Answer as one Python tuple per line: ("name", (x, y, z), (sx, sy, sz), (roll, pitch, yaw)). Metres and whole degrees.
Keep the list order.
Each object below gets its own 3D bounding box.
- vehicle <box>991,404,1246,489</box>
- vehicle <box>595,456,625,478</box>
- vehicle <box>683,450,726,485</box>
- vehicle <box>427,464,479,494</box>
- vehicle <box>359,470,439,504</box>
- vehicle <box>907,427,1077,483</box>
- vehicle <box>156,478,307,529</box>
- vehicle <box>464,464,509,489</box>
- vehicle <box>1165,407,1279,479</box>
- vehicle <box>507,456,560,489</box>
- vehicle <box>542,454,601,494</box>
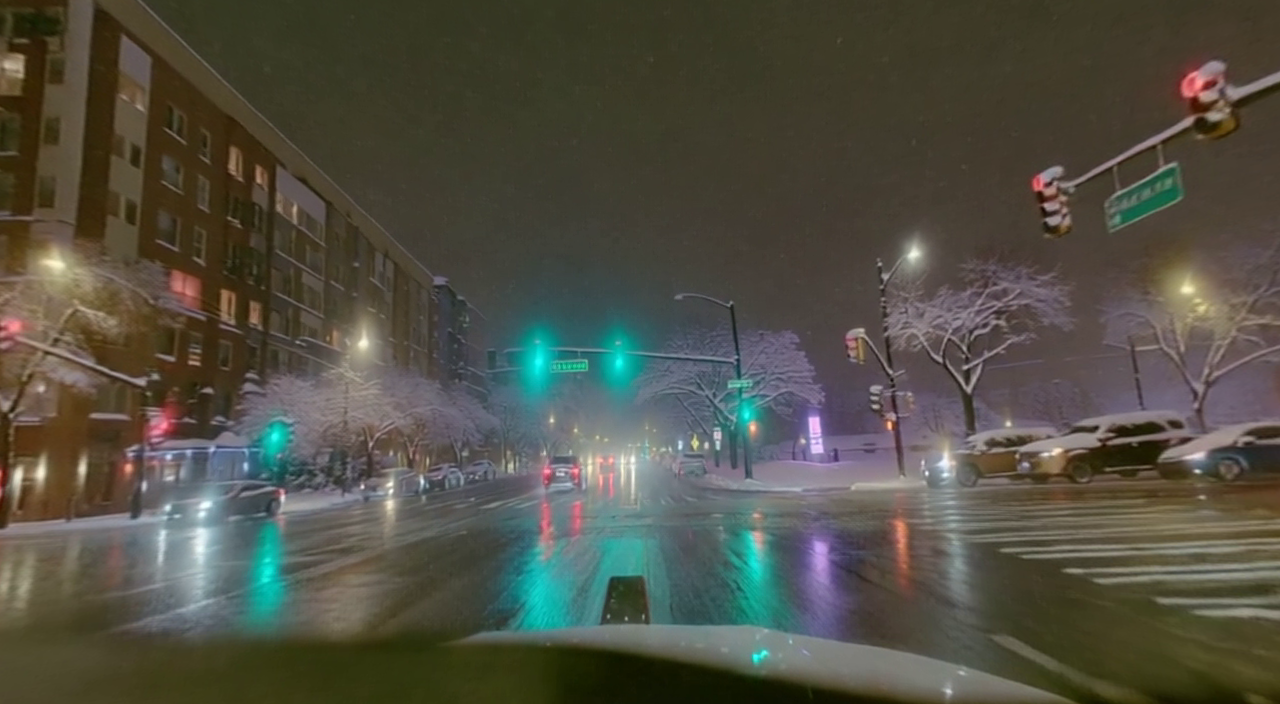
("vehicle", (12.813, 2.552, 17.204), (5.004, 1.771, 2.159), (-5, -8, 1))
("vehicle", (-2.273, 8.792, 48.306), (1.916, 1.487, 4.535), (-1, -8, 2))
("vehicle", (3.601, 6.508, 35.799), (1.924, 1.765, 3.954), (0, -8, -1))
("vehicle", (-11.729, 7.975, 39.815), (1.933, 1.628, 3.973), (-1, -8, 3))
("vehicle", (-12.133, 6.819, 32.122), (1.934, 1.434, 4.636), (-1, -8, 5))
("vehicle", (11.265, 3.325, 20.413), (4.288, 1.689, 1.909), (-1, -8, 1))
("vehicle", (-15.583, 5.766, 24.383), (1.999, 1.466, 4.535), (-3, -9, 18))
("vehicle", (-11.315, 9.203, 46.769), (2.041, 1.526, 4.749), (0, -8, 1))
("vehicle", (14.976, 2.016, 14.027), (4.801, 1.497, 1.895), (0, -8, 0))
("vehicle", (-5.626, 6.405, 33.756), (1.942, 1.559, 4.298), (-1, -8, 2))
("vehicle", (-2.856, 5.173, 27.029), (1.973, 1.496, 3.713), (-1, -8, 2))
